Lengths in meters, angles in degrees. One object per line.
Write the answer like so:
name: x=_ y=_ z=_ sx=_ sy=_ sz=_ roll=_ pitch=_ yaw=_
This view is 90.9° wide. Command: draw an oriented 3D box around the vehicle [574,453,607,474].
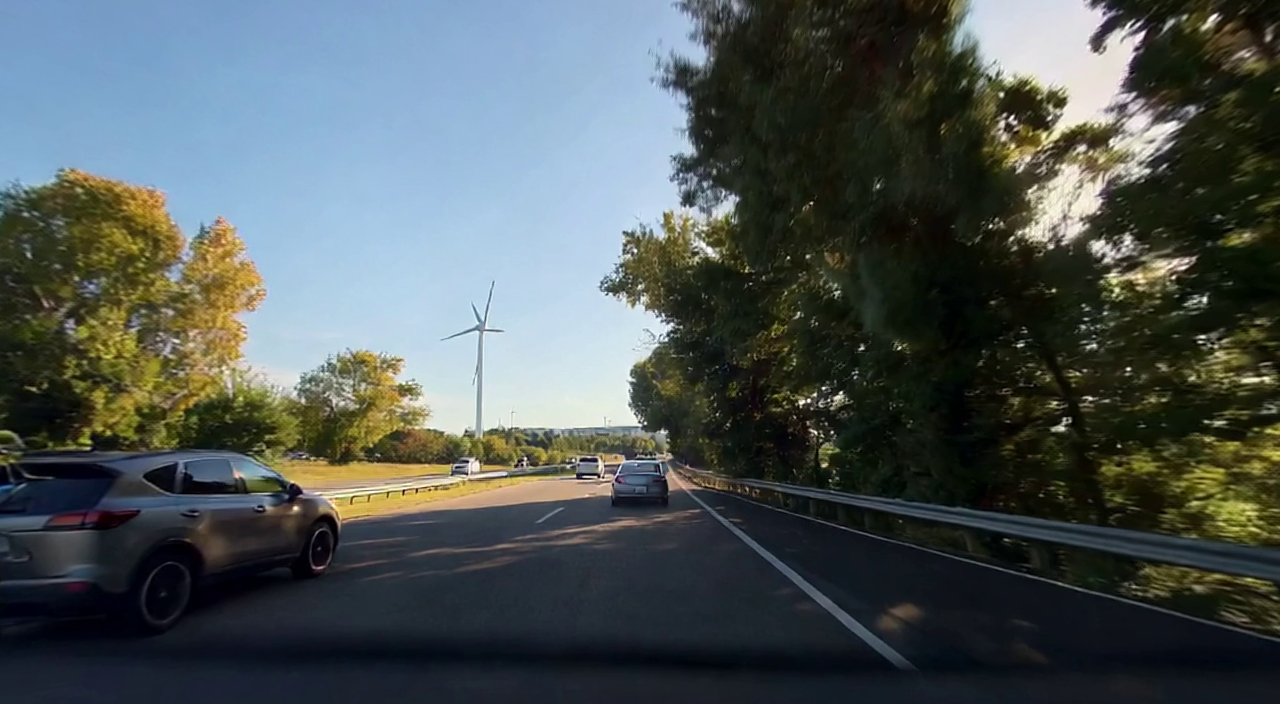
vehicle: x=-3.612 y=8.226 z=46.560 sx=2.059 sy=1.455 sz=4.205 roll=0 pitch=-9 yaw=0

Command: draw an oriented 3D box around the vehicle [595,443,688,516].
vehicle: x=0.036 y=3.154 z=16.049 sx=2.063 sy=1.582 sz=3.955 roll=0 pitch=-9 yaw=0

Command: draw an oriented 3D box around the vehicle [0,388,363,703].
vehicle: x=-4.163 y=1.337 z=5.118 sx=1.962 sy=1.681 sz=4.033 roll=0 pitch=-9 yaw=0
